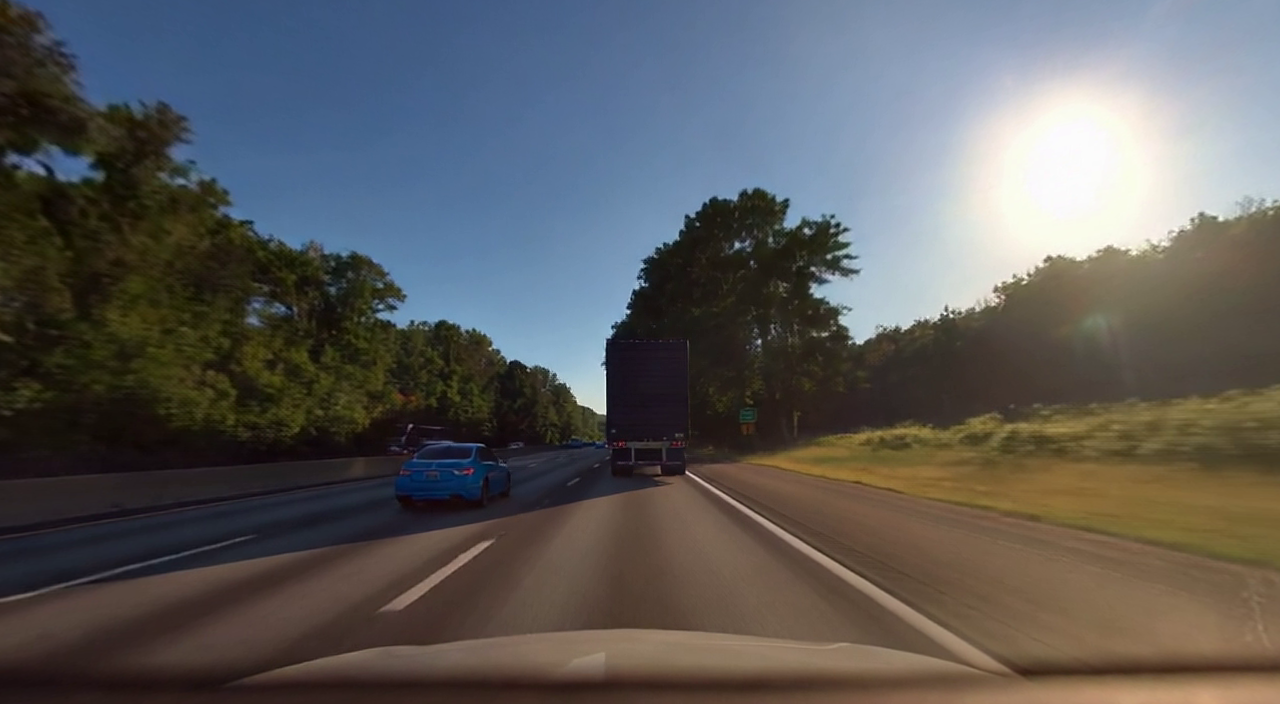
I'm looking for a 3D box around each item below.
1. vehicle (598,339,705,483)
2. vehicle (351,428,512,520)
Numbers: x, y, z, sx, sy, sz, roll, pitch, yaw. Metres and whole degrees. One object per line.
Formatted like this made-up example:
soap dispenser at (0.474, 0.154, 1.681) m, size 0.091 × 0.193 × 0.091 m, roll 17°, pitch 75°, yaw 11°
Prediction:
vehicle at (0.218, 2.443, 23.651) m, size 3.073 × 4.196 × 10.546 m, roll 0°, pitch -8°, yaw -1°
vehicle at (-3.962, 2.380, 12.834) m, size 1.854 × 1.530 × 4.268 m, roll 0°, pitch -8°, yaw -1°
